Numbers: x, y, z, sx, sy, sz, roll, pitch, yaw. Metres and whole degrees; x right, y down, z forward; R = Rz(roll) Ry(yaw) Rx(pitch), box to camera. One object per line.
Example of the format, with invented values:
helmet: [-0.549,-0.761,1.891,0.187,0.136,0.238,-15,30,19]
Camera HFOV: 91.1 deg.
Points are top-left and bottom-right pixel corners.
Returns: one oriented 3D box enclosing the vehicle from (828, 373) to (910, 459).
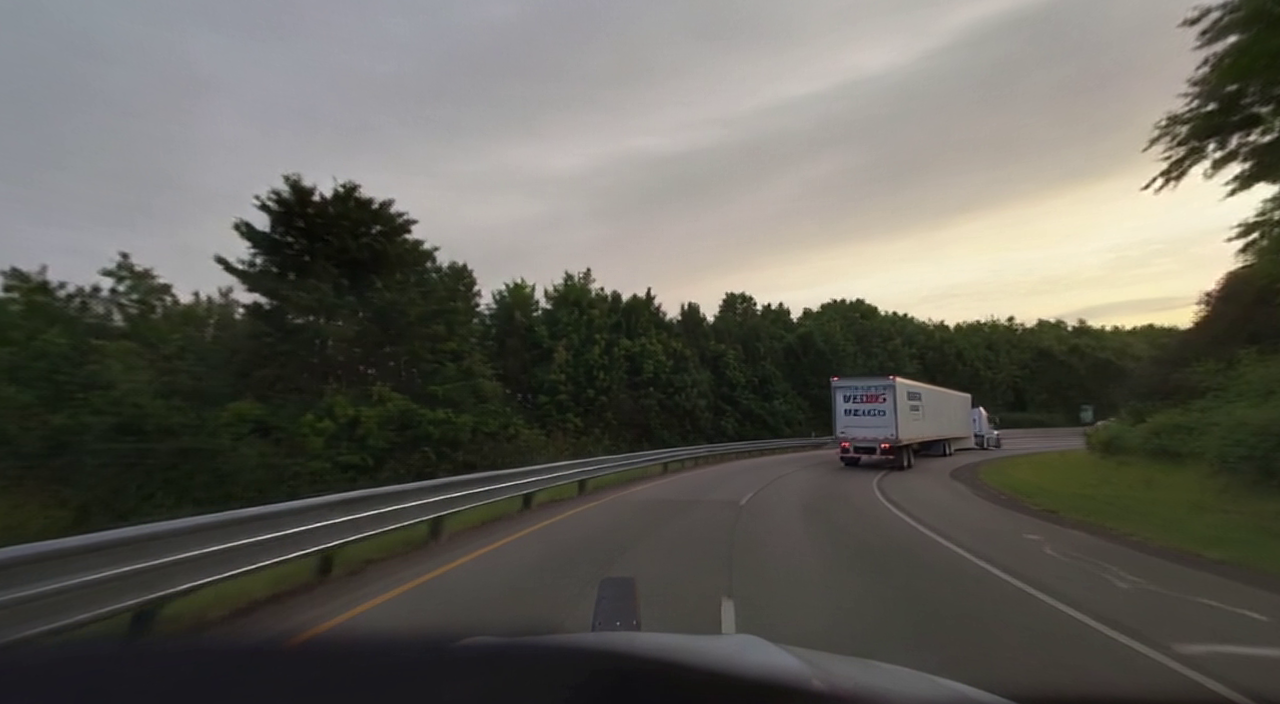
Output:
vehicle: [10.803,3.074,29.624,2.963,3.771,3.137,-4,-9,30]

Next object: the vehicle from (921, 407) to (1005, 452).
vehicle: [19.844,4.743,38.398,6.650,2.524,2.120,7,-10,-41]
